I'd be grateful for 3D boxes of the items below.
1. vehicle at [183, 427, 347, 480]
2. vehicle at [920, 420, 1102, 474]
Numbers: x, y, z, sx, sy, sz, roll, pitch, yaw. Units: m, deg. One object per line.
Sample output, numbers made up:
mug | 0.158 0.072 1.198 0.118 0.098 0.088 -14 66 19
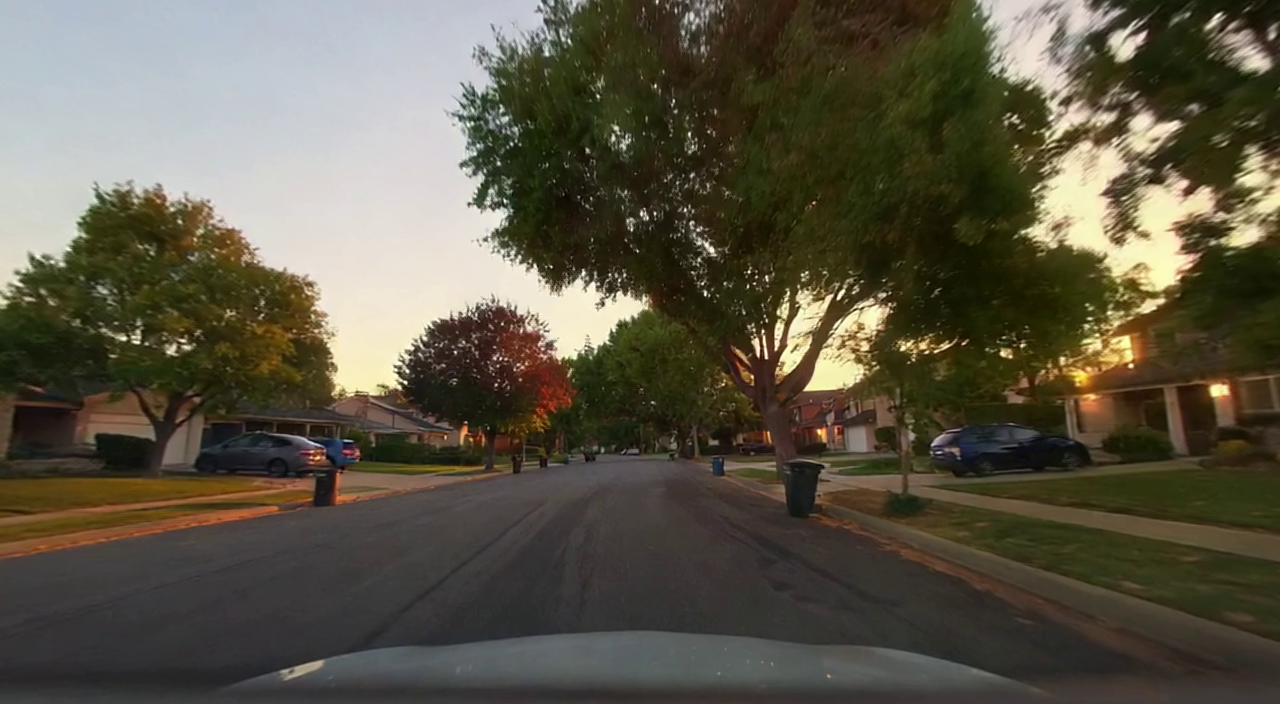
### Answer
vehicle | -13.544 3.688 23.016 4.587 1.786 2.127 0 -9 1
vehicle | 11.217 2.911 19.337 4.254 1.538 2.020 0 -8 1
